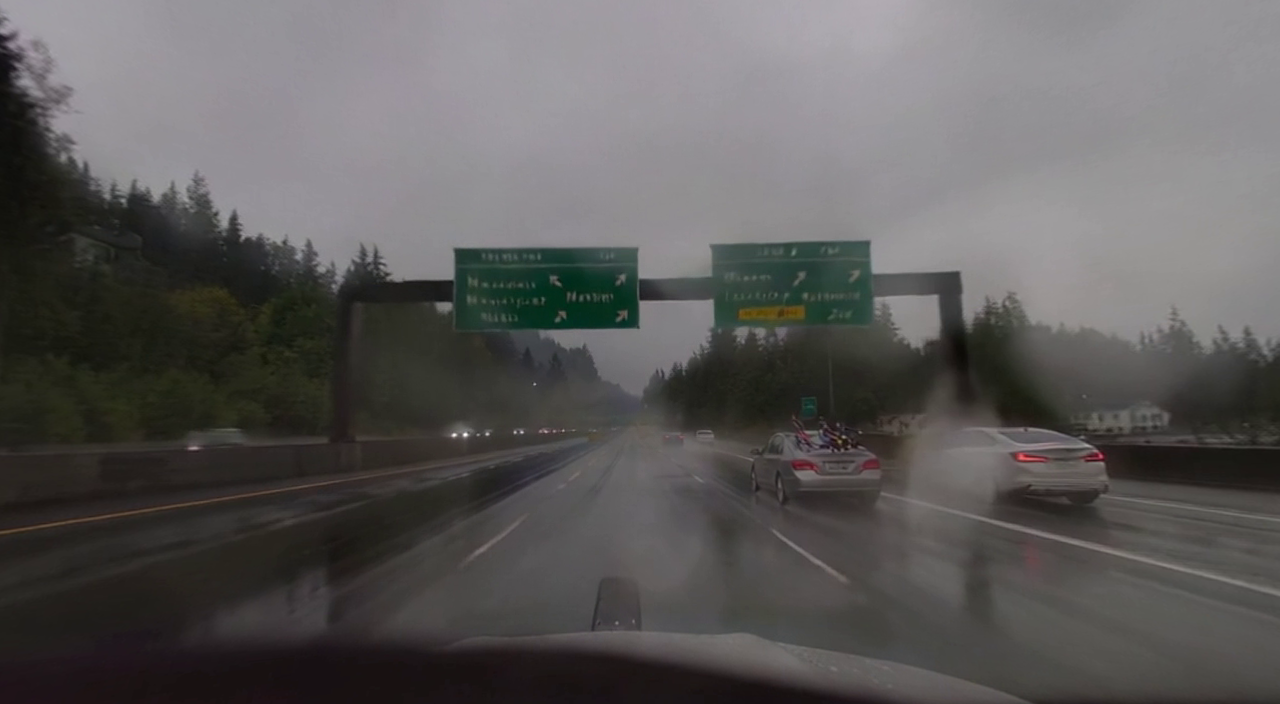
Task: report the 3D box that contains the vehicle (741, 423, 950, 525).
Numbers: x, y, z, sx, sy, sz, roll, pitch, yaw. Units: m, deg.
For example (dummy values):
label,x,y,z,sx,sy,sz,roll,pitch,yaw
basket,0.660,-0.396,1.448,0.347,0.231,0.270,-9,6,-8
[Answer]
label,x,y,z,sx,sy,sz,roll,pitch,yaw
vehicle,3.318,2.057,11.354,2.094,1.441,4.568,0,-8,-2

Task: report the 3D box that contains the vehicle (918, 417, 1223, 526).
label,x,y,z,sx,sy,sz,roll,pitch,yaw
vehicle,7.148,2.002,11.322,2.034,1.511,4.785,0,-8,-1

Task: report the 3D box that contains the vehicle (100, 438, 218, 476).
label,x,y,z,sx,sy,sz,roll,pitch,yaw
vehicle,-20.734,4.501,27.425,1.840,1.471,4.205,0,-7,-1
